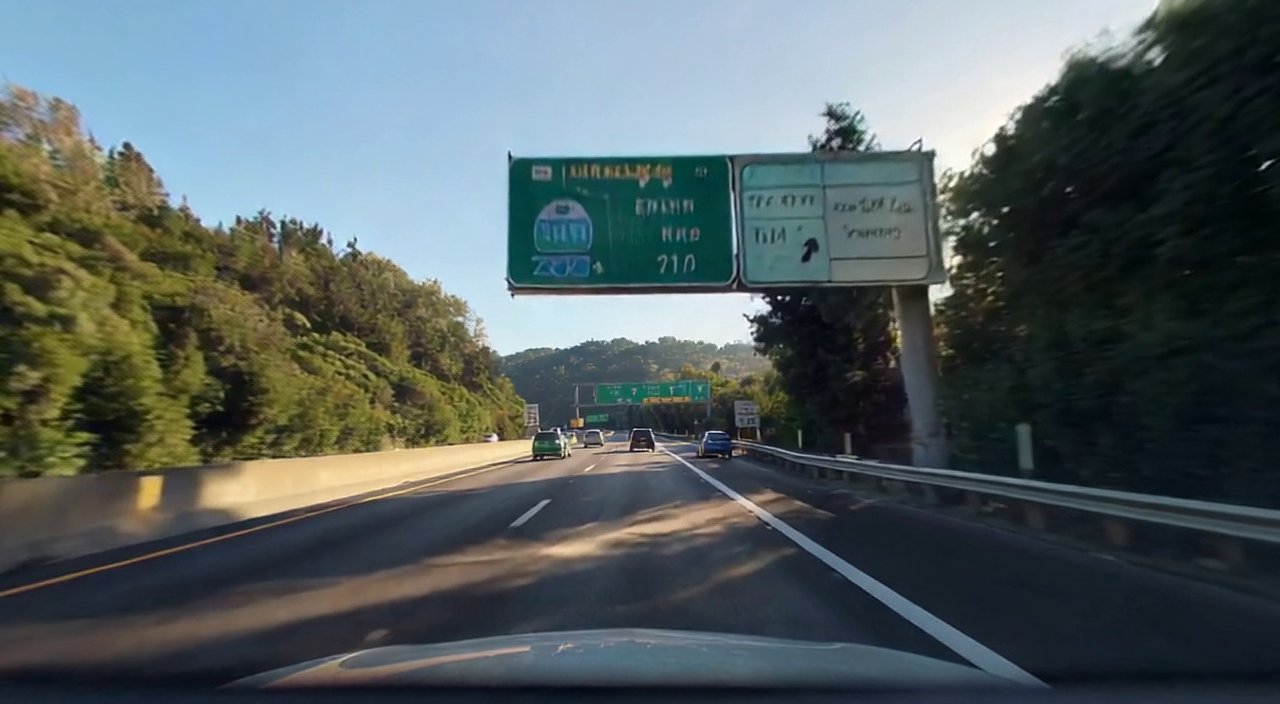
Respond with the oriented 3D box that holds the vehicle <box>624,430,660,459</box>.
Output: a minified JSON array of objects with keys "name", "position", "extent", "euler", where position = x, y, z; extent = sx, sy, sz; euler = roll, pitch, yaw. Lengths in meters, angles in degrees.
[{"name":"vehicle","position":[0.089,5.081,34.778],"extent":[1.869,1.466,3.356],"euler":[0,-7,-1]}]

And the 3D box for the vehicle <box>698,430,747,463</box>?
[{"name":"vehicle","position":[4.005,4.621,31.144],"extent":[1.841,1.491,3.869],"euler":[0,-7,-1]}]
